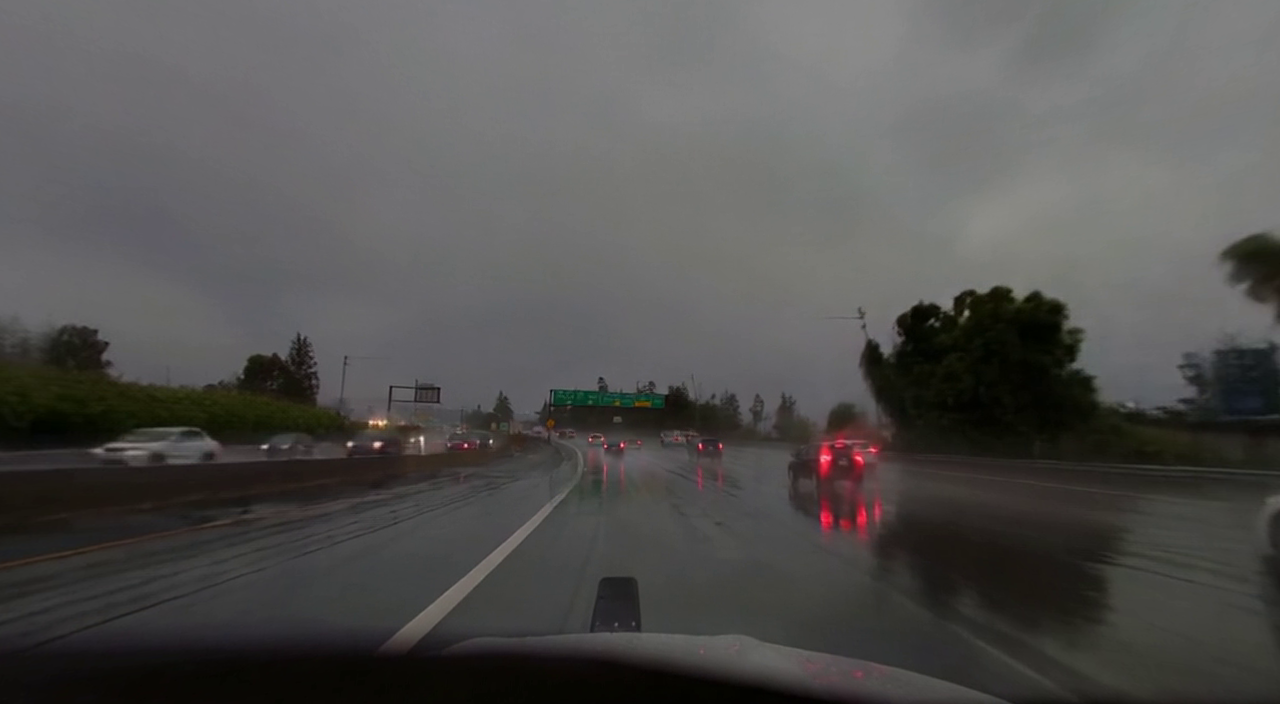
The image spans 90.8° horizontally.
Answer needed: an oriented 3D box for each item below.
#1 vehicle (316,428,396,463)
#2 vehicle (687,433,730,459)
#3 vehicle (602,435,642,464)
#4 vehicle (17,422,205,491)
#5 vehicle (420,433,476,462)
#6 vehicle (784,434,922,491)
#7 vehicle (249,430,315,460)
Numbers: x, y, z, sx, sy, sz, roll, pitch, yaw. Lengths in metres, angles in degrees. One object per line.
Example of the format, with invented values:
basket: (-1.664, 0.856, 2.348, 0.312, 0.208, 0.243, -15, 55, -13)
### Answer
vehicle: (-16.065, 5.344, 36.091, 2.345, 1.818, 5.149, 0, -9, -2)
vehicle: (4.472, 6.245, 42.089, 2.094, 1.652, 3.955, 1, -9, -5)
vehicle: (-1.076, 5.586, 36.275, 2.090, 1.510, 4.280, 1, -9, -4)
vehicle: (-14.478, 2.891, 17.657, 1.912, 1.685, 3.901, 0, -9, -3)
vehicle: (-10.449, 5.254, 34.707, 1.900, 1.491, 4.406, 0, -9, -3)
vehicle: (6.239, 3.315, 19.282, 2.196, 1.494, 4.735, 1, -9, -5)
vehicle: (-23.190, 6.086, 41.127, 1.970, 1.823, 4.503, 1, -9, -6)
